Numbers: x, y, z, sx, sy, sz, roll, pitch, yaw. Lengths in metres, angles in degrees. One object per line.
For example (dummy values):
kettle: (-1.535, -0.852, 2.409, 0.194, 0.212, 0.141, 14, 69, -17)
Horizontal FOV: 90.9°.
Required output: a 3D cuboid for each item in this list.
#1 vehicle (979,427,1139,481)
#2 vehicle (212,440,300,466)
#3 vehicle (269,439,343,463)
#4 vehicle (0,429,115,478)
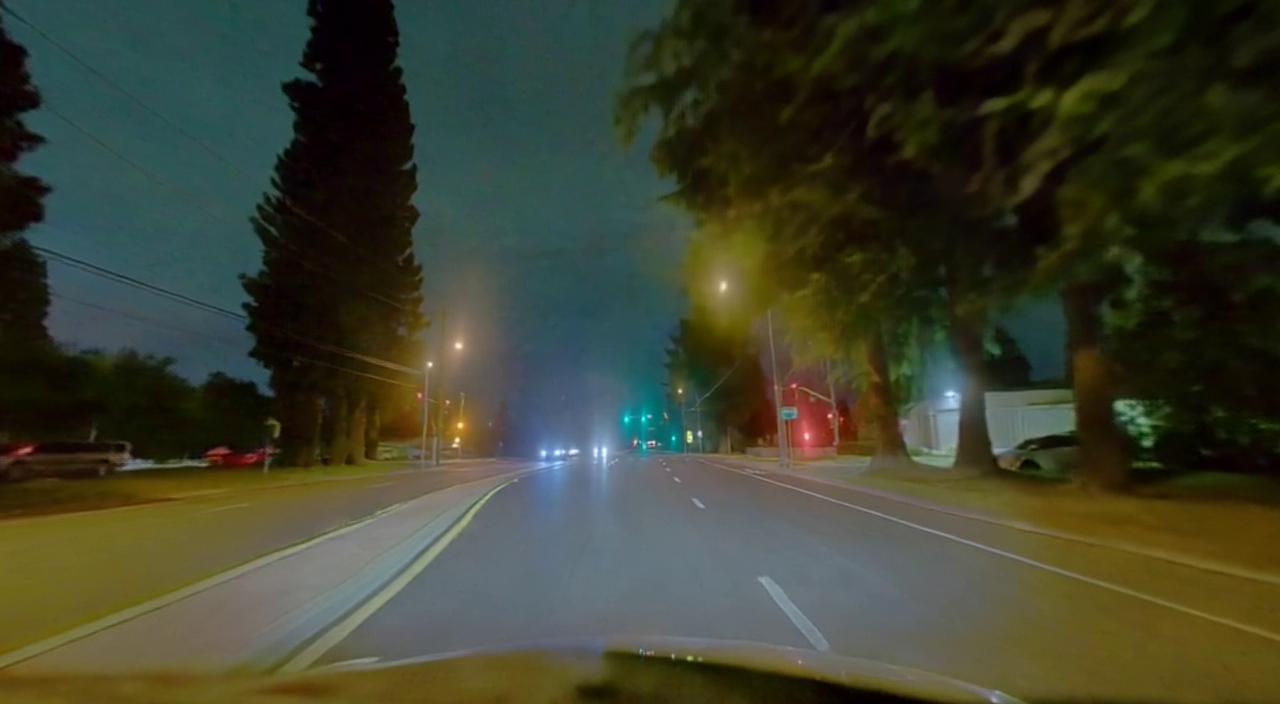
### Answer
vehicle: (14.297, 3.460, 21.593, 4.276, 1.703, 2.088, 2, -9, -14)
vehicle: (-23.493, 6.192, 38.669, 4.116, 1.548, 1.923, 0, -8, 0)
vehicle: (-23.394, 6.924, 44.192, 4.043, 1.551, 1.988, -1, -9, 2)
vehicle: (-23.972, 3.959, 24.630, 4.928, 1.783, 2.153, 0, -8, 1)
